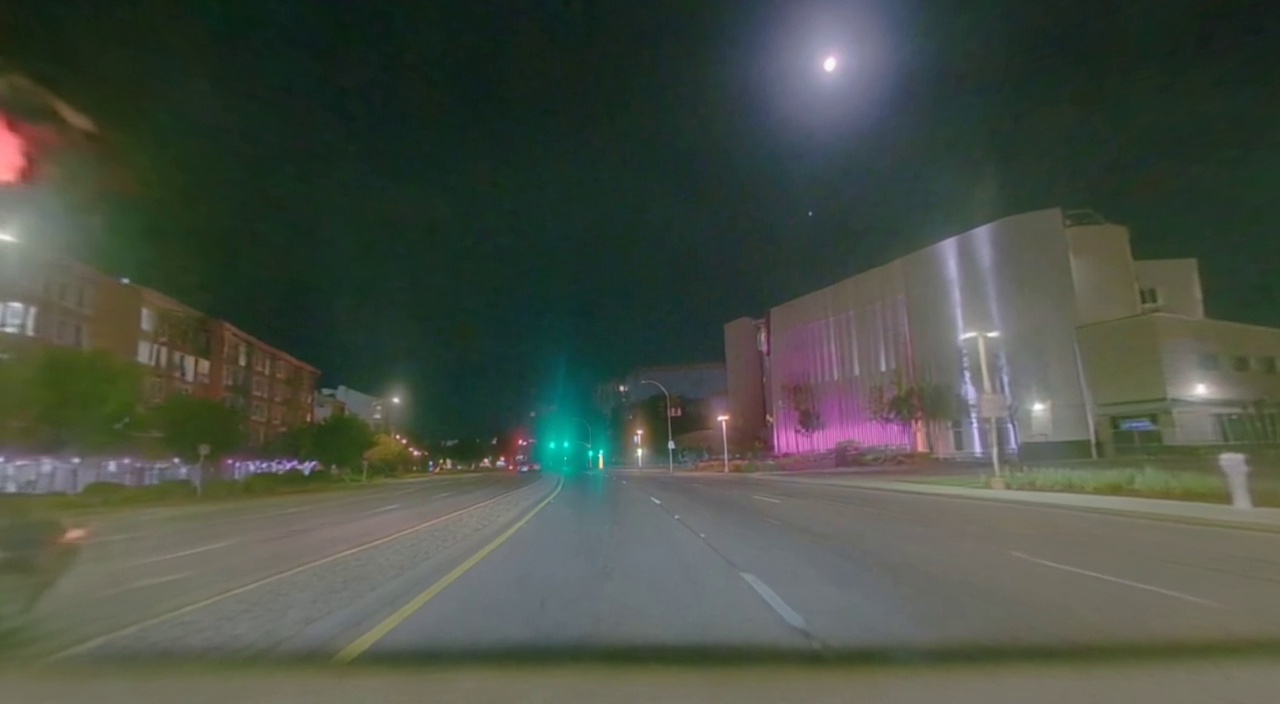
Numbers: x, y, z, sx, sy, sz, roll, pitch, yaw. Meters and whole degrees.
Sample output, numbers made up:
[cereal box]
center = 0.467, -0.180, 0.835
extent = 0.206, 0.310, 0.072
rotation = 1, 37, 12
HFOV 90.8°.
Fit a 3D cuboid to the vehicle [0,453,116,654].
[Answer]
[vehicle]
center = -5.633, 1.336, 3.536
extent = 1.894, 1.474, 4.332
rotation = 0, -9, -4
